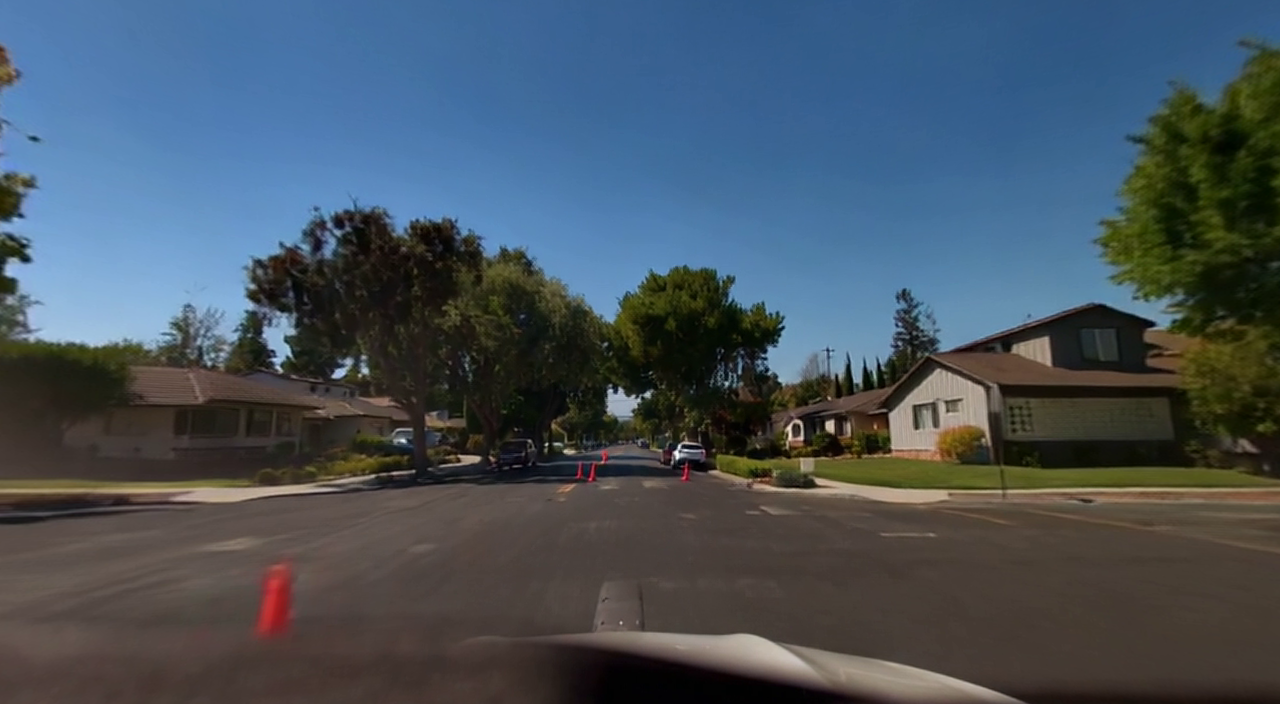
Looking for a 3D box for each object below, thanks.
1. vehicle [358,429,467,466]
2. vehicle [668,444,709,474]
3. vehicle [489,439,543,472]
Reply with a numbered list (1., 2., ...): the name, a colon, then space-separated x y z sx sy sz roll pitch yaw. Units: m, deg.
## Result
1. vehicle: -15.689 6.613 43.881 6.526 2.046 2.522 4 -8 -2
2. vehicle: 2.749 6.135 36.617 1.896 1.602 4.571 0 -8 -1
3. vehicle: -7.580 6.370 39.074 2.266 1.877 5.167 0 -9 0
